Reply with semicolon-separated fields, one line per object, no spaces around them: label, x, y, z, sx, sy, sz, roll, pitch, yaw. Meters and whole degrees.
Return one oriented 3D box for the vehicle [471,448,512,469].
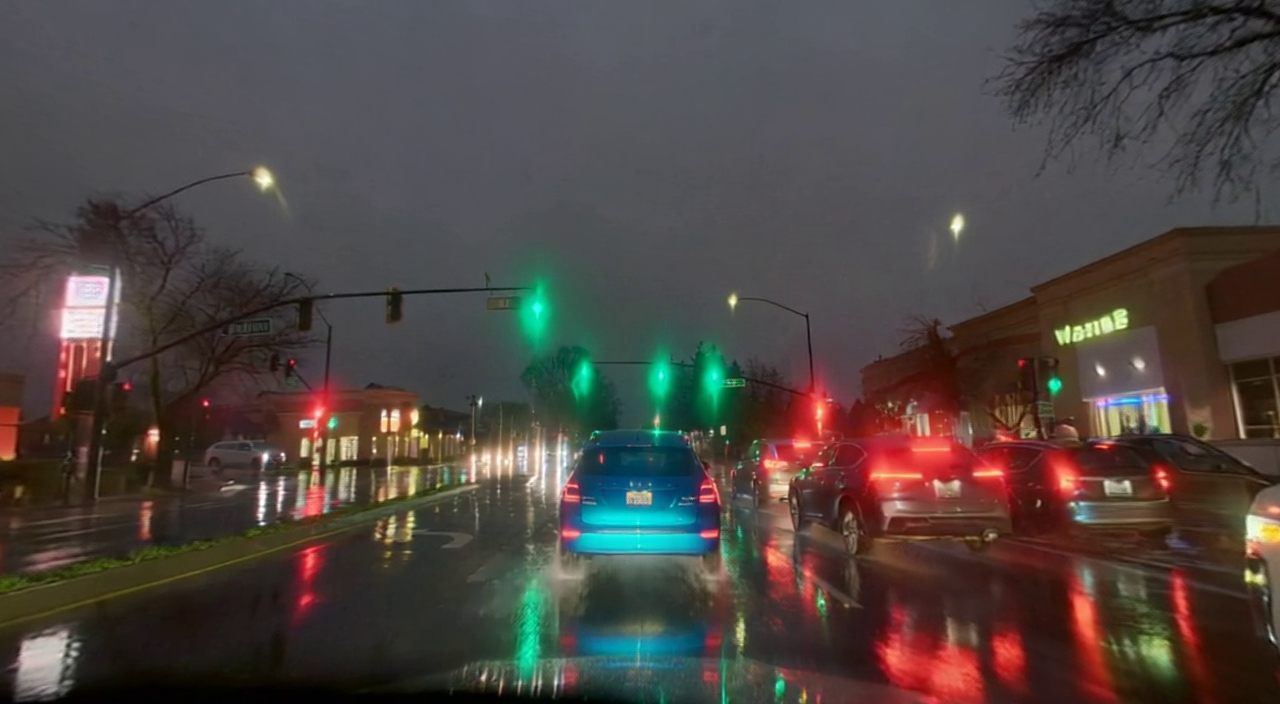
vehicle;-11.249;8.065;48.199;2.099;1.478;4.411;0;-9;0

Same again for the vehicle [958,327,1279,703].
vehicle;2.990;0.713;1.620;2.075;1.661;4.401;0;-9;1

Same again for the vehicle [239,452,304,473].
vehicle;-28.572;8.583;49.153;4.205;1.541;1.780;4;-10;-28

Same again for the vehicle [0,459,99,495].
vehicle;-27.197;5.541;28.087;4.285;1.427;1.883;3;-9;-23

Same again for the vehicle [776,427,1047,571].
vehicle;3.328;1.867;8.824;1.865;1.496;4.170;0;-9;-1

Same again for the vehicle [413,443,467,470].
vehicle;-15.074;7.937;47.997;2.395;1.903;4.860;-1;-9;1

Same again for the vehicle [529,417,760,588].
vehicle;0.018;1.700;7.864;2.154;1.577;3.723;0;-9;-1
